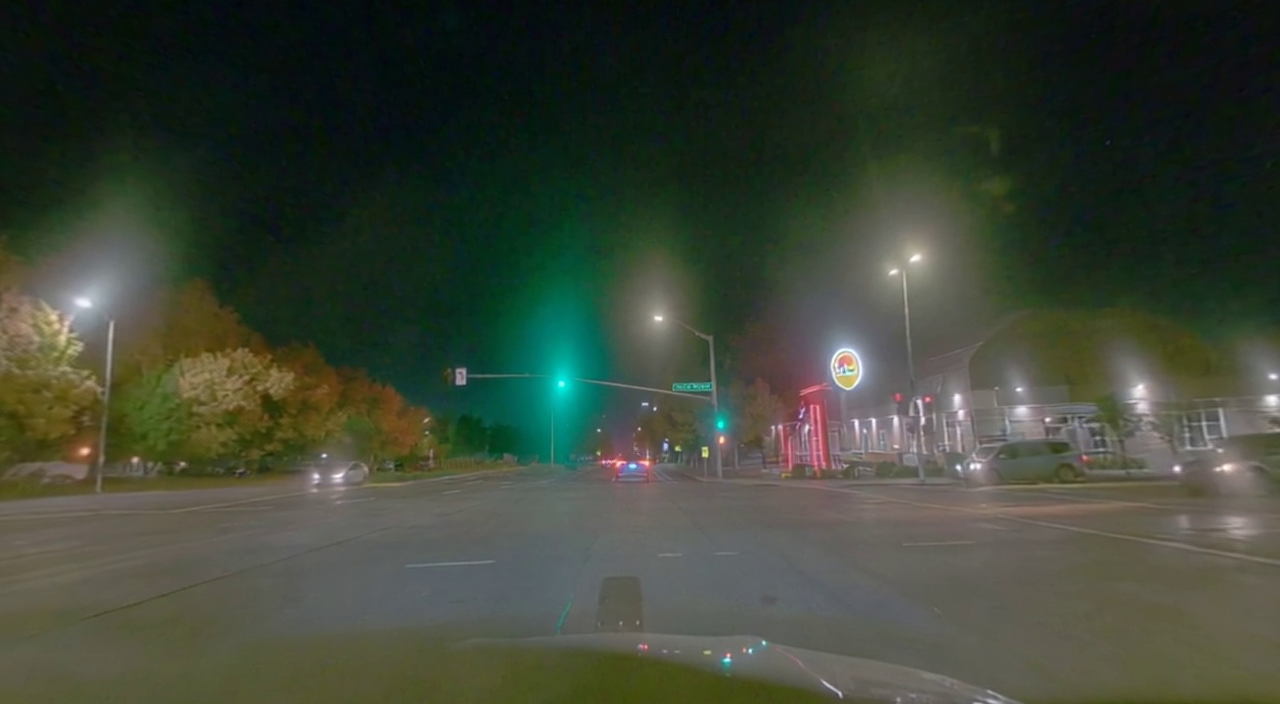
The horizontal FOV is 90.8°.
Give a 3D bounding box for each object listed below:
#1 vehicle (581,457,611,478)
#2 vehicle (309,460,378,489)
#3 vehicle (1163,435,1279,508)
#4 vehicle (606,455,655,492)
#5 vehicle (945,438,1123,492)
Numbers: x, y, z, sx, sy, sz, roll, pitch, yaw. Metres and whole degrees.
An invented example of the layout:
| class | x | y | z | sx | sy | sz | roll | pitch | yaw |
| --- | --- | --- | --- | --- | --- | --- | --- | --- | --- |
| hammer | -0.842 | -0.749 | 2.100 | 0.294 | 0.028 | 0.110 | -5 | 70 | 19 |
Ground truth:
| class | x | y | z | sx | sy | sz | roll | pitch | yaw |
| --- | --- | --- | --- | --- | --- | --- | --- | --- | --- |
| vehicle | -3.393 | 9.010 | 49.593 | 1.967 | 1.504 | 4.101 | 0 | -8 | 1 |
| vehicle | -18.250 | 7.542 | 39.151 | 1.925 | 1.497 | 4.788 | 0 | -8 | 1 |
| vehicle | 14.784 | 2.574 | 13.911 | 4.801 | 1.473 | 1.922 | 0 | -8 | -1 |
| vehicle | -0.391 | 5.536 | 29.088 | 2.115 | 1.461 | 3.976 | 0 | -8 | 1 |
| vehicle | 14.420 | 4.145 | 23.356 | 5.174 | 1.878 | 2.000 | 0 | -8 | -1 |
